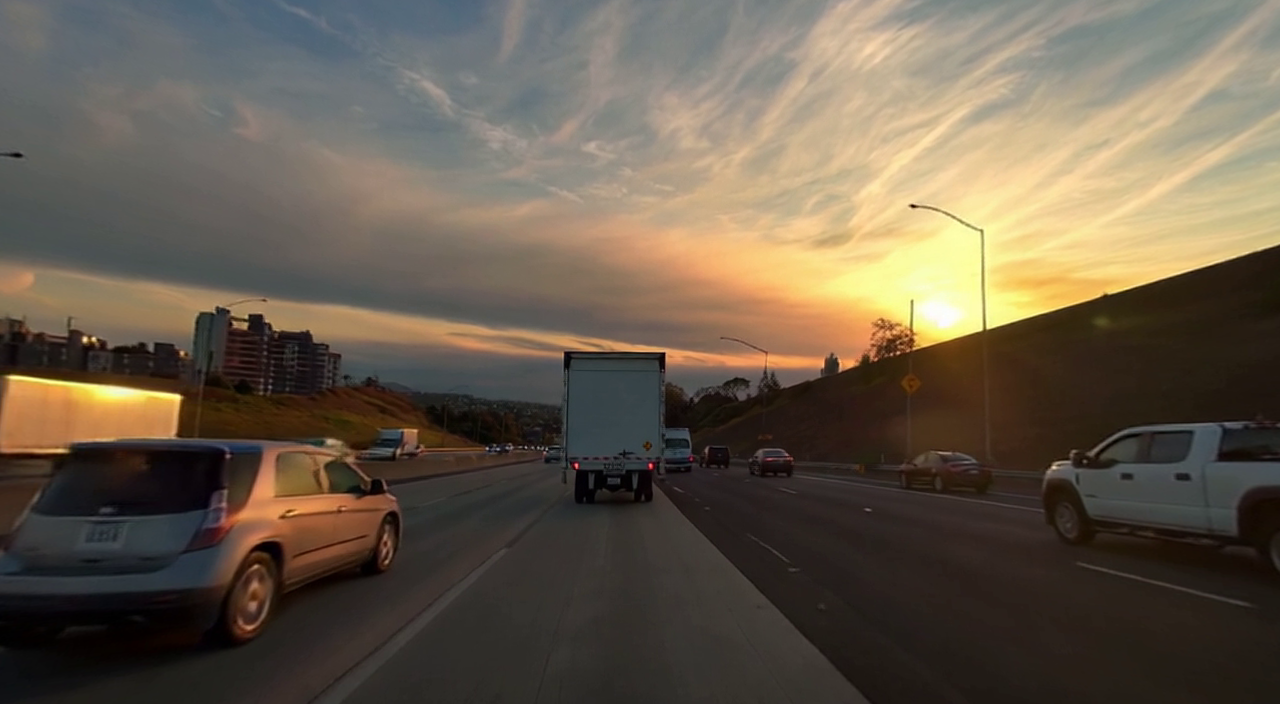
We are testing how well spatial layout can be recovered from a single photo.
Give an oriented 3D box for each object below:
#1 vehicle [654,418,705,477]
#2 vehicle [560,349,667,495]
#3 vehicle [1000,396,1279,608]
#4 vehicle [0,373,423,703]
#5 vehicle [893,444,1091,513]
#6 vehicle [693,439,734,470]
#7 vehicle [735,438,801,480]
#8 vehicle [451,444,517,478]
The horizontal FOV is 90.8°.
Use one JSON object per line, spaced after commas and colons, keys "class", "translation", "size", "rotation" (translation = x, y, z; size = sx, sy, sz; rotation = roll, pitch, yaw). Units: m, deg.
{"class": "vehicle", "translation": [2.465, 6.360, 42.218], "size": [2.669, 3.491, 8.645], "rotation": [0, -9, -1]}
{"class": "vehicle", "translation": [-0.743, 2.723, 22.866], "size": [2.906, 4.040, 10.743], "rotation": [0, -9, 0]}
{"class": "vehicle", "translation": [6.345, 1.436, 6.555], "size": [2.188, 1.731, 5.031], "rotation": [0, -9, -1]}
{"class": "vehicle", "translation": [-3.344, 1.220, 4.849], "size": [1.946, 1.641, 4.105], "rotation": [0, -9, -1]}
{"class": "vehicle", "translation": [8.624, 3.114, 16.189], "size": [2.002, 1.472, 4.950], "rotation": [0, -9, -3]}
{"class": "vehicle", "translation": [5.458, 7.674, 47.455], "size": [2.297, 2.116, 5.052], "rotation": [0, -9, -2]}
{"class": "vehicle", "translation": [6.188, 5.232, 31.062], "size": [2.070, 1.888, 4.546], "rotation": [0, -9, -3]}
{"class": "vehicle", "translation": [-7.345, 5.170, 30.248], "size": [1.973, 1.471, 4.779], "rotation": [0, -9, -1]}
